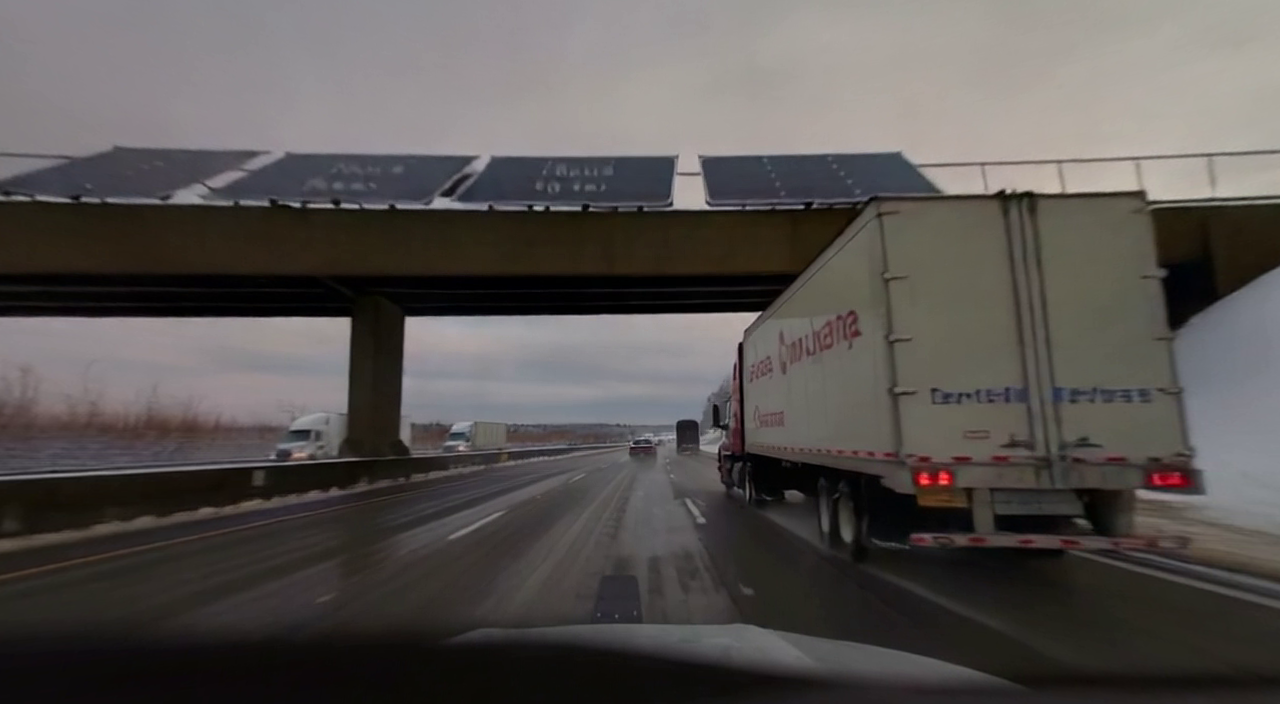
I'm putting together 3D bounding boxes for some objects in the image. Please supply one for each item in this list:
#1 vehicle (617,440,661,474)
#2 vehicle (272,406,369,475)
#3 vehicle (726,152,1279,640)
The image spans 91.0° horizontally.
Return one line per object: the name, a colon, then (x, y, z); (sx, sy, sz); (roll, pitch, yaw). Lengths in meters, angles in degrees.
vehicle: (-0.035, 5.307, 32.064); (2.066, 1.581, 4.268); (-1, -8, 0)
vehicle: (-20.239, 5.664, 40.310); (2.955, 4.012, 5.867); (-1, -8, 1)
vehicle: (3.593, 0.937, 9.660); (2.967, 3.633, 10.015); (0, -8, -1)
